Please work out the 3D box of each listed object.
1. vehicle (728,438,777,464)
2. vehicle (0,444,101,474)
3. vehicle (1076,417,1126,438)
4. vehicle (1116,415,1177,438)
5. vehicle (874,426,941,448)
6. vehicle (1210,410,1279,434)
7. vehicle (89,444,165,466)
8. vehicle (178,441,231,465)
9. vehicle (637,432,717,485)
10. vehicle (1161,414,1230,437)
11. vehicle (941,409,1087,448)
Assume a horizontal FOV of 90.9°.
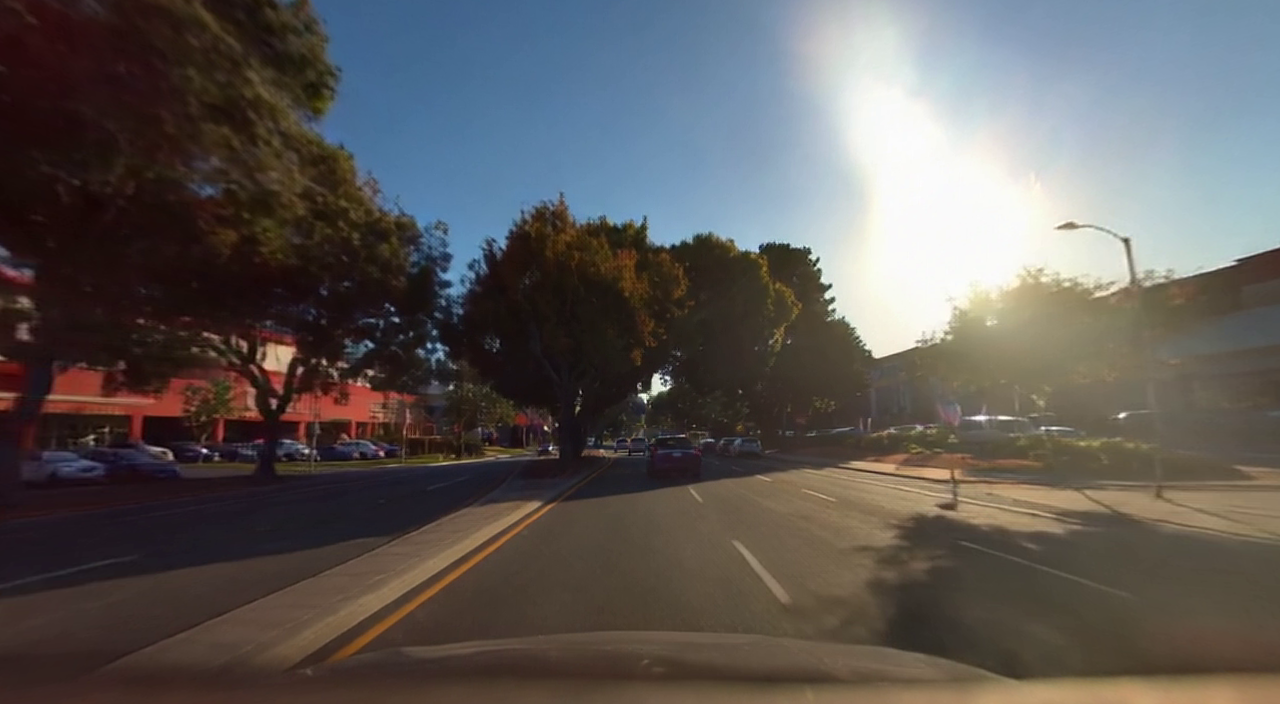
[{"bbox_3d":[6.761,5.979,38.324,2.016,1.479,4.532,0,-8,-1],"label":"vehicle"},{"bbox_3d":[-33.623,6.025,35.653,4.214,1.609,2.092,0,-8,-2],"label":"vehicle"},{"bbox_3d":[33.164,5.475,45.420,1.798,1.409,3.938,-3,-9,20],"label":"vehicle"},{"bbox_3d":[35.582,5.288,44.395,1.847,1.424,4.455,-3,-9,19],"label":"vehicle"},{"bbox_3d":[19.798,6.307,46.801,4.059,1.563,1.995,1,-8,-2],"label":"vehicle"},{"bbox_3d":[40.859,4.732,42.417,1.920,1.478,4.241,-2,-9,16],"label":"vehicle"},{"bbox_3d":[-37.240,7.478,45.865,1.734,1.425,4.447,0,-7,1],"label":"vehicle"},{"bbox_3d":[-32.300,7.426,46.686,5.148,1.674,2.163,-8,-11,44],"label":"vehicle"},{"bbox_3d":[1.019,3.356,20.152,2.091,1.472,4.697,0,-8,-2],"label":"vehicle"},{"bbox_3d":[38.197,5.094,43.441,1.864,1.432,4.186,-3,-9,16],"label":"vehicle"},{"bbox_3d":[19.517,4.051,33.123,6.173,1.962,2.208,0,-9,0],"label":"vehicle"}]
